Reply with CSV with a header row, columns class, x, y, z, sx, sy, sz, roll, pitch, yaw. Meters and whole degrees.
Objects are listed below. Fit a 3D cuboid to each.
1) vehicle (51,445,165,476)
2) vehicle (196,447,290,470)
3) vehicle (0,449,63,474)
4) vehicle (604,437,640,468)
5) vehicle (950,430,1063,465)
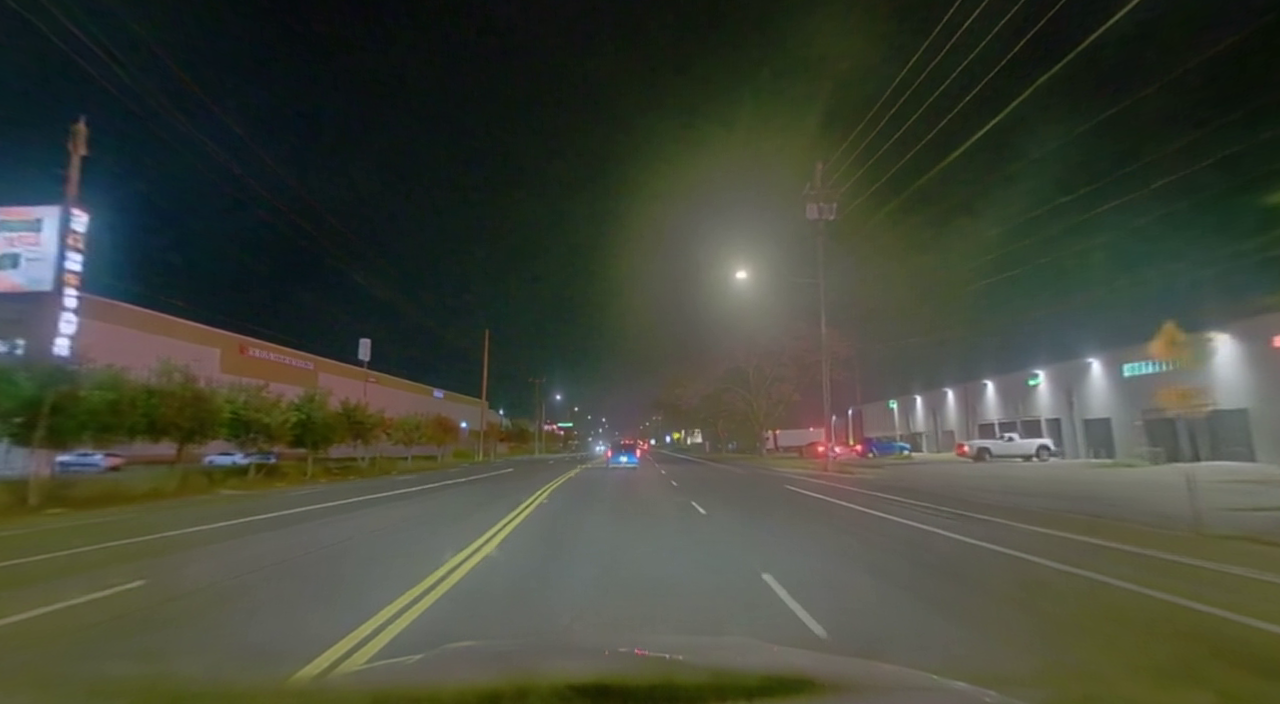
class,x,y,z,sx,sy,sz,roll,pitch,yaw
vehicle,-26.619,5.416,31.719,3.983,1.472,1.898,0,-8,0
vehicle,-26.510,7.085,42.305,4.728,1.431,2.287,0,-8,-2
vehicle,-39.612,6.910,39.778,4.525,1.491,1.908,0,-8,-1
vehicle,-0.986,5.604,35.352,1.937,1.588,3.746,0,-8,-1
vehicle,23.208,6.071,40.214,5.669,2.073,2.297,-1,-8,2
